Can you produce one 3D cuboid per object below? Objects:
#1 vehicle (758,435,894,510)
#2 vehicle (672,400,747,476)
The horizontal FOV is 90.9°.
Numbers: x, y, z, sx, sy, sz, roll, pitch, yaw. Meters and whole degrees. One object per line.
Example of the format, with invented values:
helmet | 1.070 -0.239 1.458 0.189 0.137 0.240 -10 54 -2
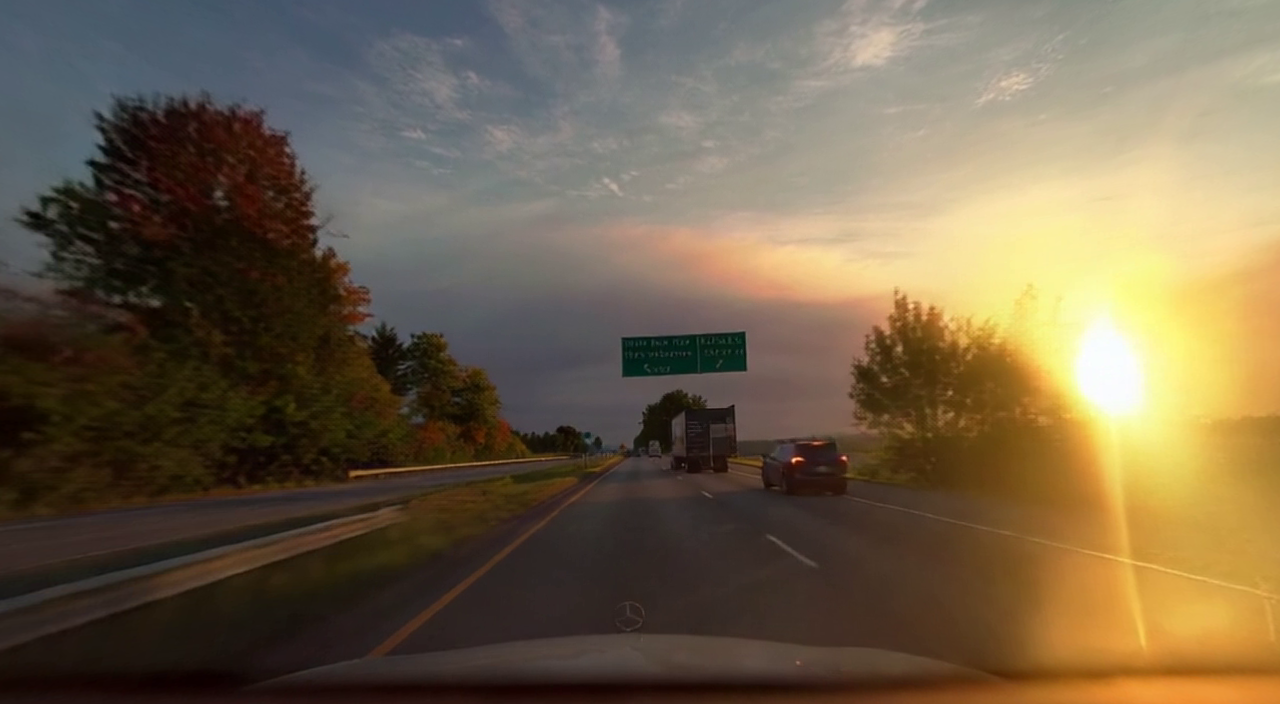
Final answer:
vehicle | 4.714 3.123 16.816 2.118 1.688 4.715 0 -9 -1
vehicle | 4.168 5.807 41.549 3.231 4.102 14.393 0 -9 0
